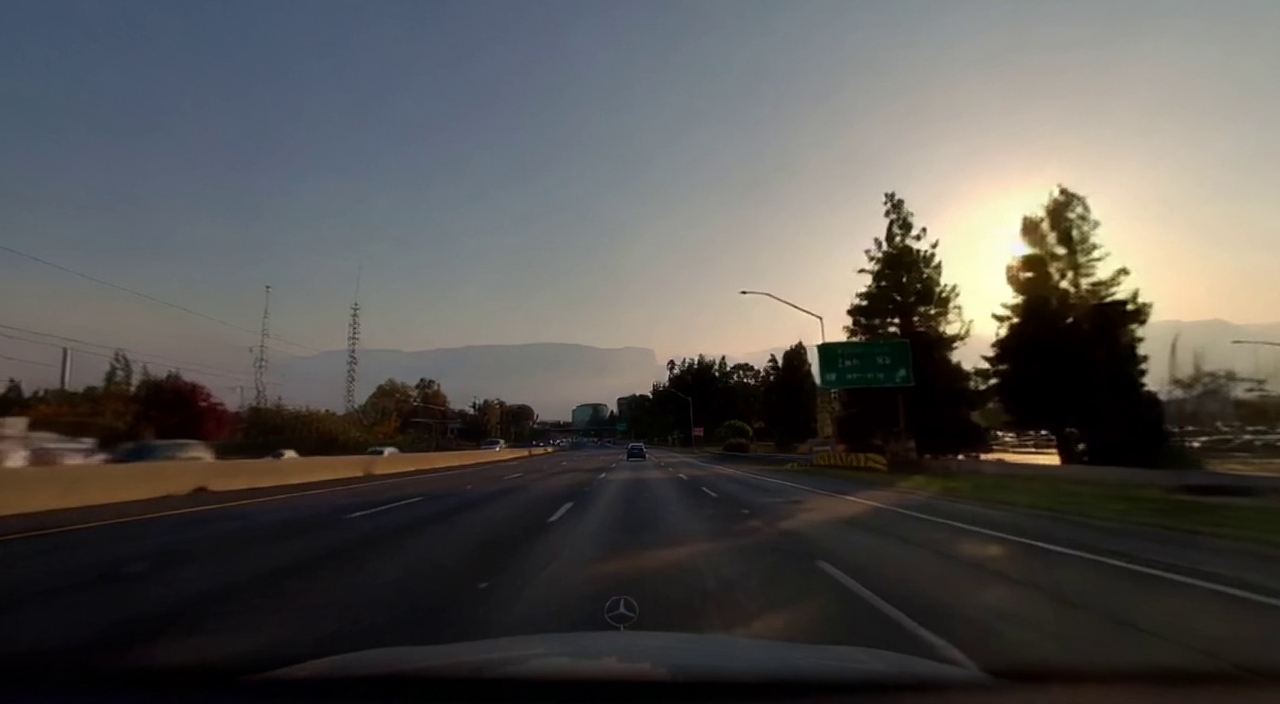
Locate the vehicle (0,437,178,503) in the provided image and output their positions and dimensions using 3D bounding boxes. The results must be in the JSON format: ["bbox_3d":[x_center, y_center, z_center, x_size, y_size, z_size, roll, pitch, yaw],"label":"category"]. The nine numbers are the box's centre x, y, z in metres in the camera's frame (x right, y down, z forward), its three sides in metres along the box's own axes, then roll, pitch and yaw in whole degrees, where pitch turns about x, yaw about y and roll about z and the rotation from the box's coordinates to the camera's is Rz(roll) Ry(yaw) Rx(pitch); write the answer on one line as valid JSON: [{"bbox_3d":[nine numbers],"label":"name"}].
[{"bbox_3d":[-17.490,3.568,19.678,2.006,1.741,5.547,0,-9,0],"label":"vehicle"}]

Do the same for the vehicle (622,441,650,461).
[{"bbox_3d":[-0.358,7.580,48.277,2.025,1.460,4.189,0,-9,-2],"label":"vehicle"}]

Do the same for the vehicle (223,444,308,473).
[{"bbox_3d":[-25.177,7.167,42.827,2.216,1.829,5.798,0,-9,0],"label":"vehicle"}]

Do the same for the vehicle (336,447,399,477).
[{"bbox_3d":[-17.985,7.271,41.905,1.956,1.837,4.700,0,-9,1],"label":"vehicle"}]
